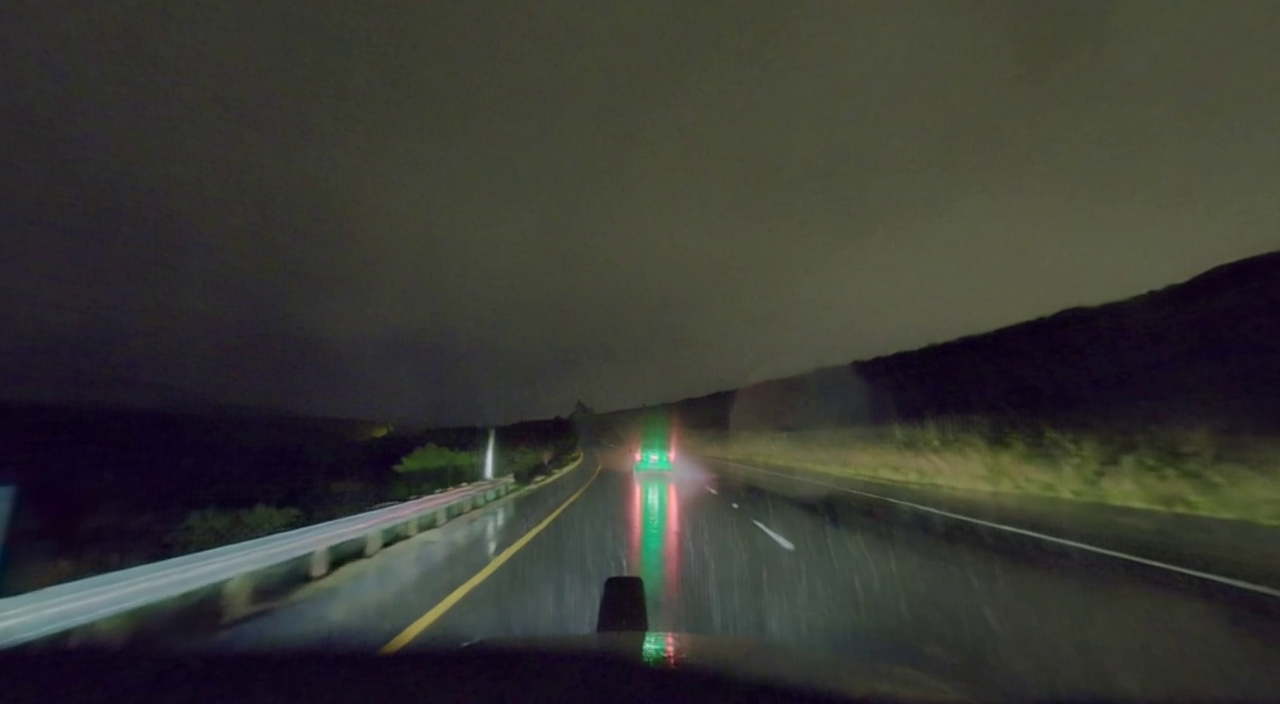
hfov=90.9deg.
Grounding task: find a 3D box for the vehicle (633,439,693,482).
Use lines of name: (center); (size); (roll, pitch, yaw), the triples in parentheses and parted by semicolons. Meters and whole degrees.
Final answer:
vehicle: (0.777, 4.110, 24.254); (2.029, 1.474, 4.183); (0, -8, -2)
